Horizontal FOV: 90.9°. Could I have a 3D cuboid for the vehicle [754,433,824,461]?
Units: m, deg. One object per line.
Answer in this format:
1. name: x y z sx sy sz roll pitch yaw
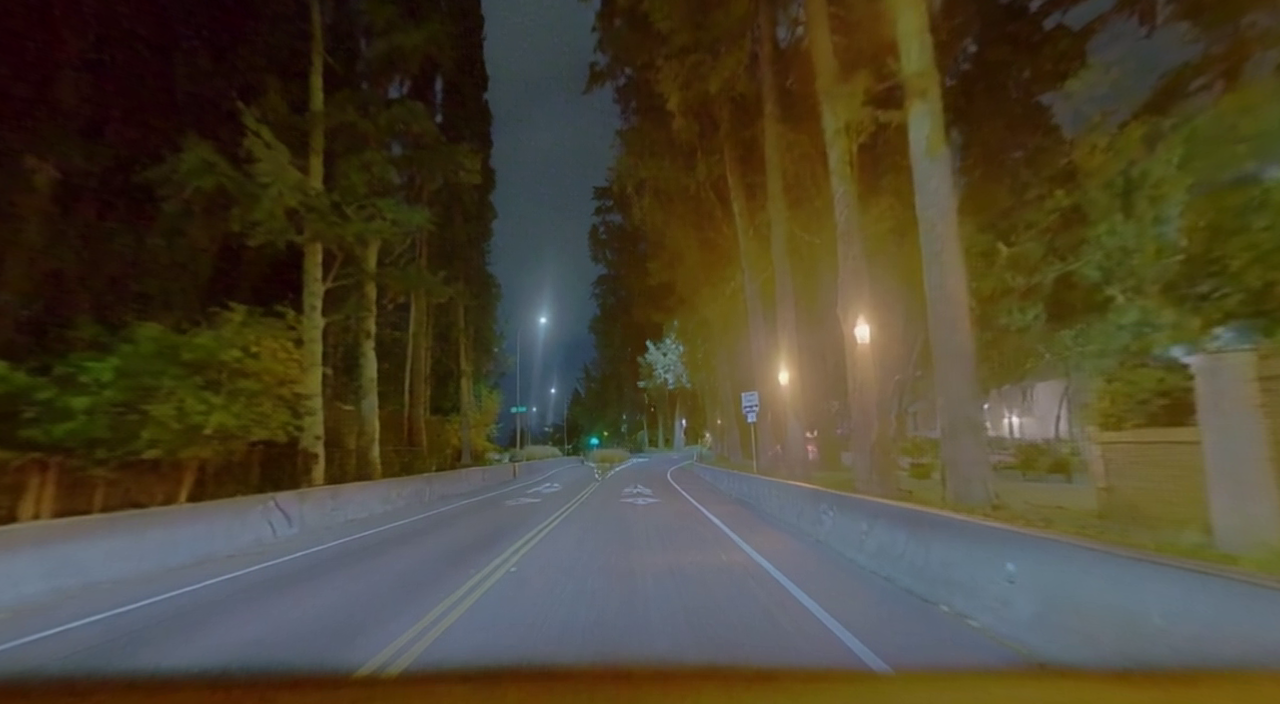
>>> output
1. vehicle: 10.814 6.931 46.032 4.614 1.764 1.860 -3 -8 6
